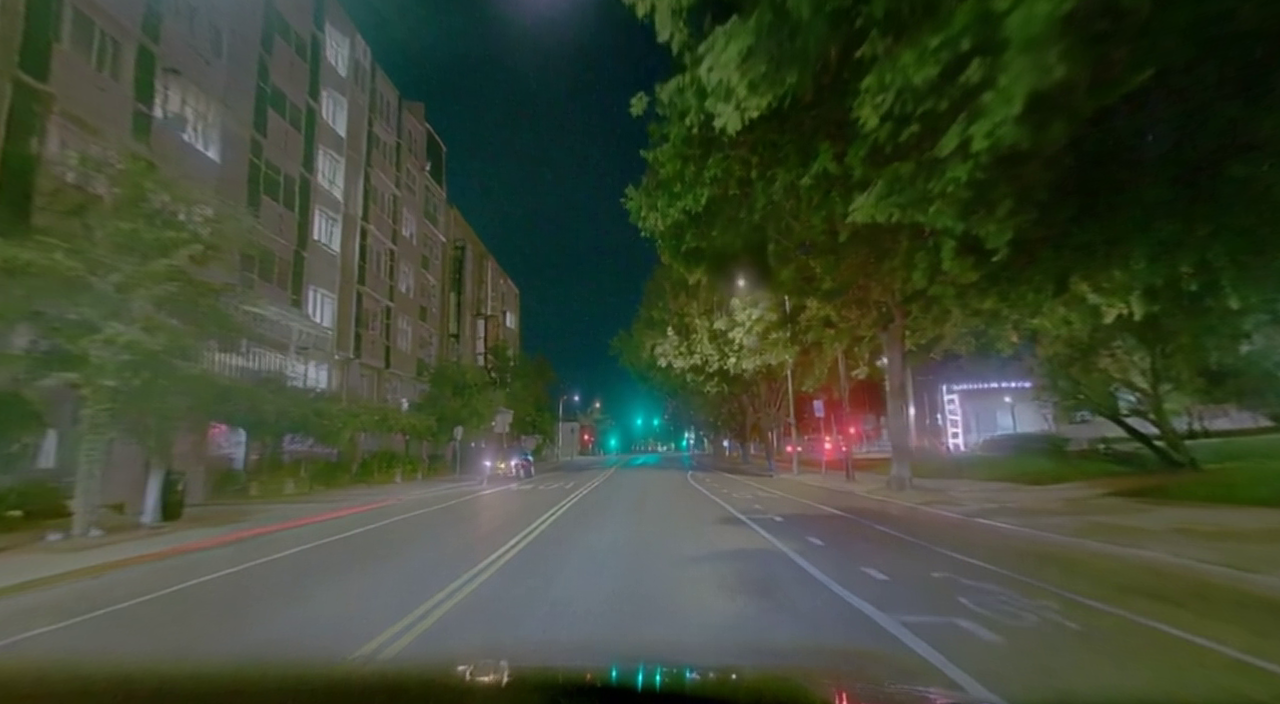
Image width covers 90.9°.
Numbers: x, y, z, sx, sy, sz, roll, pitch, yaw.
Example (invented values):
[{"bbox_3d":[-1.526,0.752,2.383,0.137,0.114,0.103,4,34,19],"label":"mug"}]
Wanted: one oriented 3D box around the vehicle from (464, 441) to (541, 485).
[{"bbox_3d":[-5.858,4.779,27.556,2.147,1.701,4.879,0,-8,1],"label":"vehicle"}]
